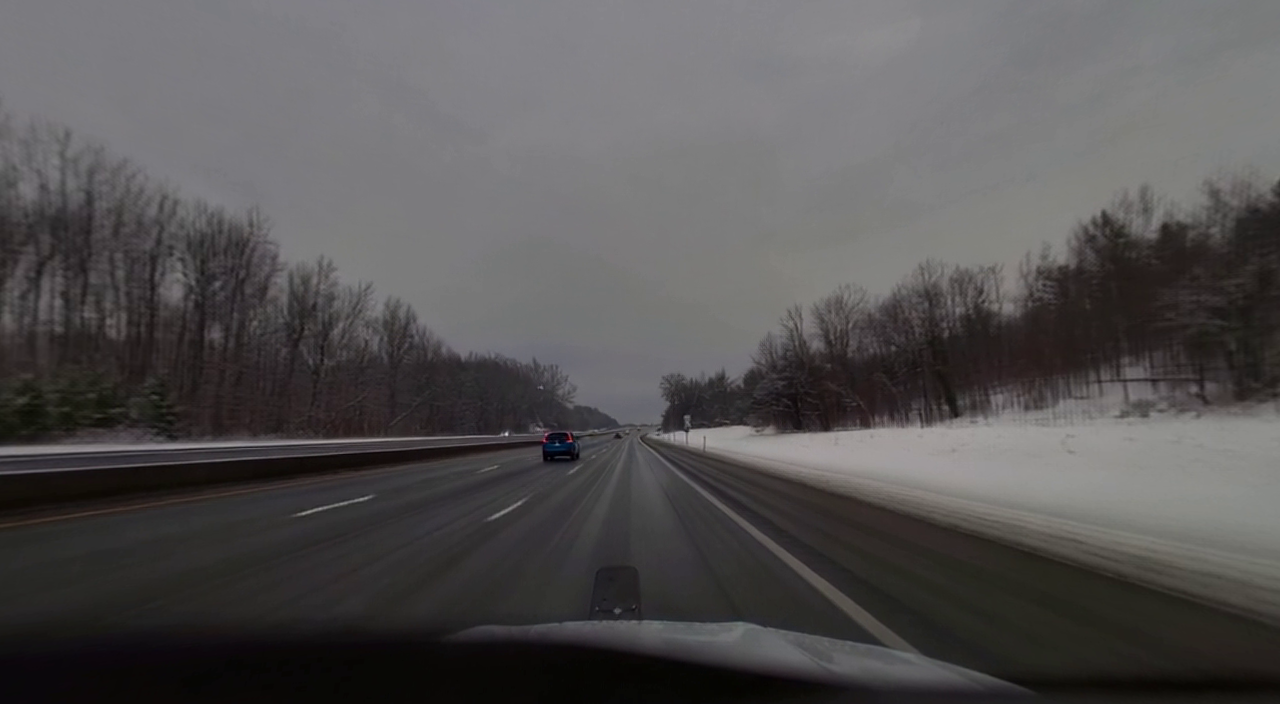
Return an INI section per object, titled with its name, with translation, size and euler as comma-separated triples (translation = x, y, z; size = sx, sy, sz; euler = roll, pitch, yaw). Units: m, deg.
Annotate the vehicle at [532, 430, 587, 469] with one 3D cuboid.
[vehicle]
translation = -3.664, 4.509, 29.342
size = 2.057, 1.666, 4.552
euler = 0, -8, -1
